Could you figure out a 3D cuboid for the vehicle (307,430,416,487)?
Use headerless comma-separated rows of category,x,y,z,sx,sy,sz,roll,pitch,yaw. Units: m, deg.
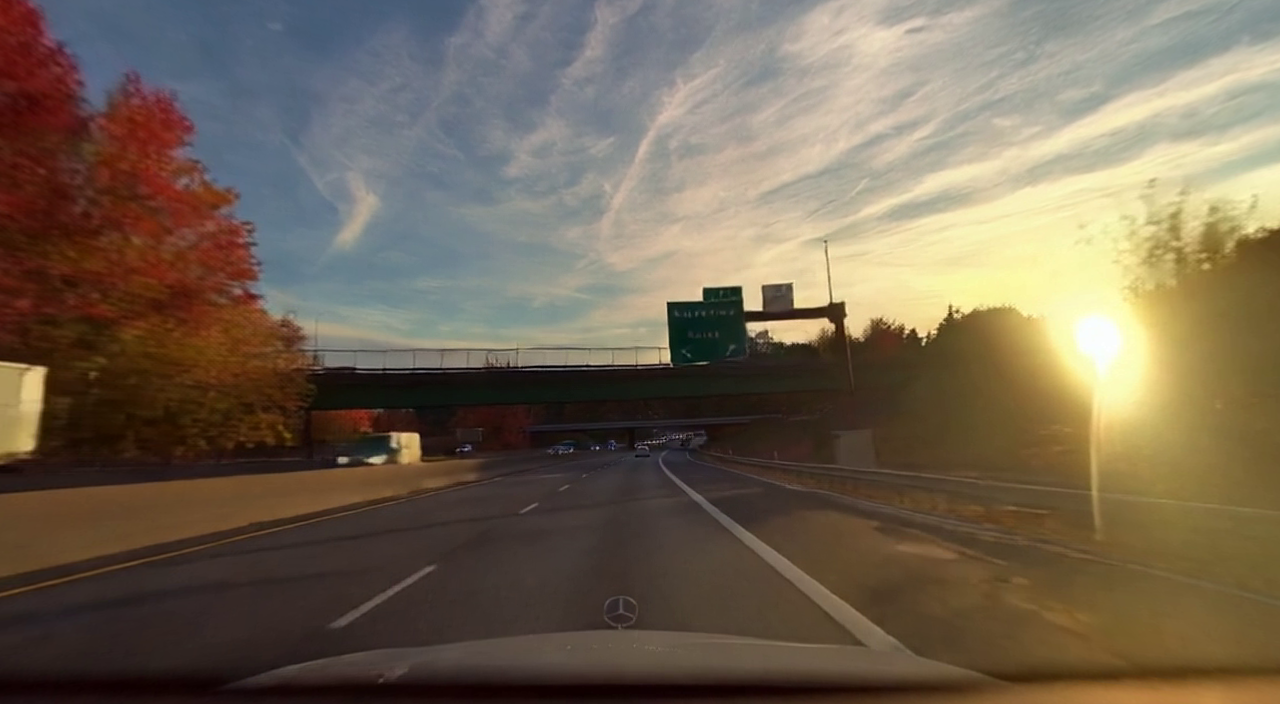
vehicle,-12.890,4.981,29.584,2.347,2.351,5.933,-1,-9,1
